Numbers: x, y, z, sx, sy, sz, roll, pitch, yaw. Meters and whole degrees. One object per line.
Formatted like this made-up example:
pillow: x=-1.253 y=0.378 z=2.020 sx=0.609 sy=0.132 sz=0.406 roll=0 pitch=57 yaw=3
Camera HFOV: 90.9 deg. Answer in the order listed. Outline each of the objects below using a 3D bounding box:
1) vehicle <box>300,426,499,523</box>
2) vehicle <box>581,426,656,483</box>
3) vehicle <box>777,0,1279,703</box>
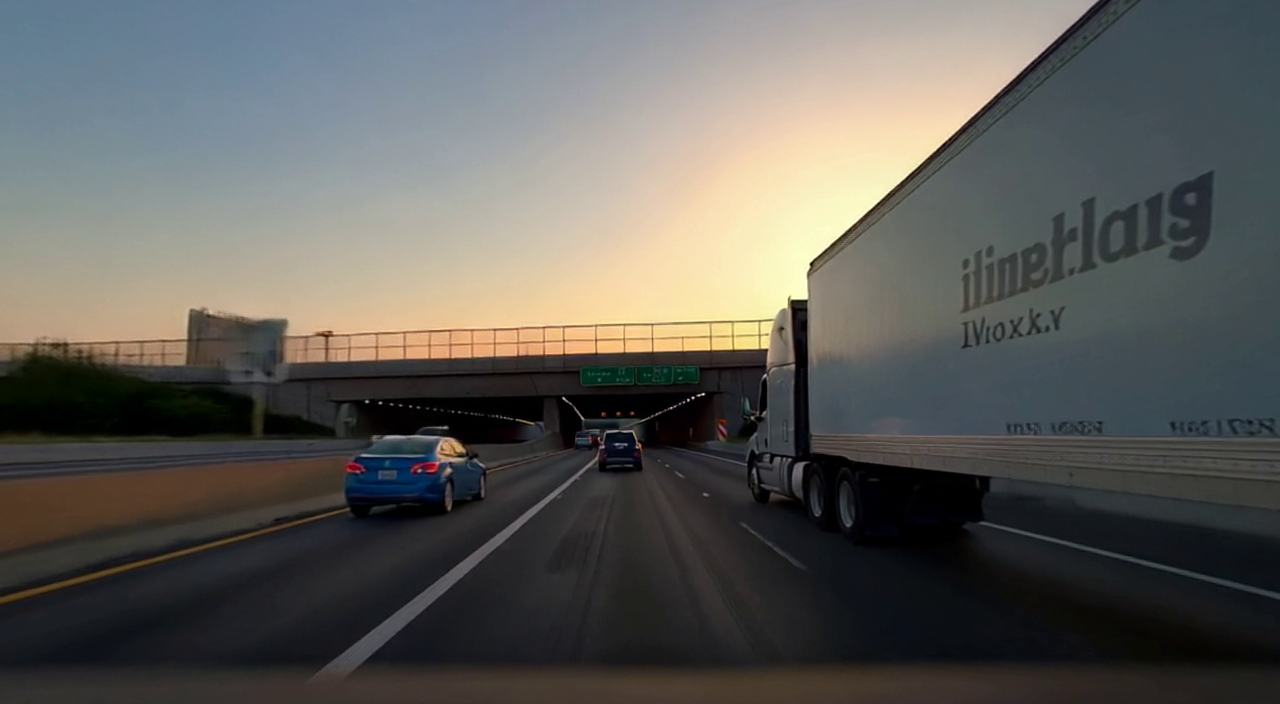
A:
vehicle: x=-4.122 y=2.147 z=11.724 sx=2.019 sy=1.435 sz=4.317 roll=0 pitch=-8 yaw=0
vehicle: x=-0.637 y=3.150 z=19.738 sx=2.094 sy=1.600 sz=3.666 roll=0 pitch=-8 yaw=-1
vehicle: x=3.869 y=-0.204 z=3.535 sx=2.842 sy=4.108 sz=14.081 roll=0 pitch=-8 yaw=-1
